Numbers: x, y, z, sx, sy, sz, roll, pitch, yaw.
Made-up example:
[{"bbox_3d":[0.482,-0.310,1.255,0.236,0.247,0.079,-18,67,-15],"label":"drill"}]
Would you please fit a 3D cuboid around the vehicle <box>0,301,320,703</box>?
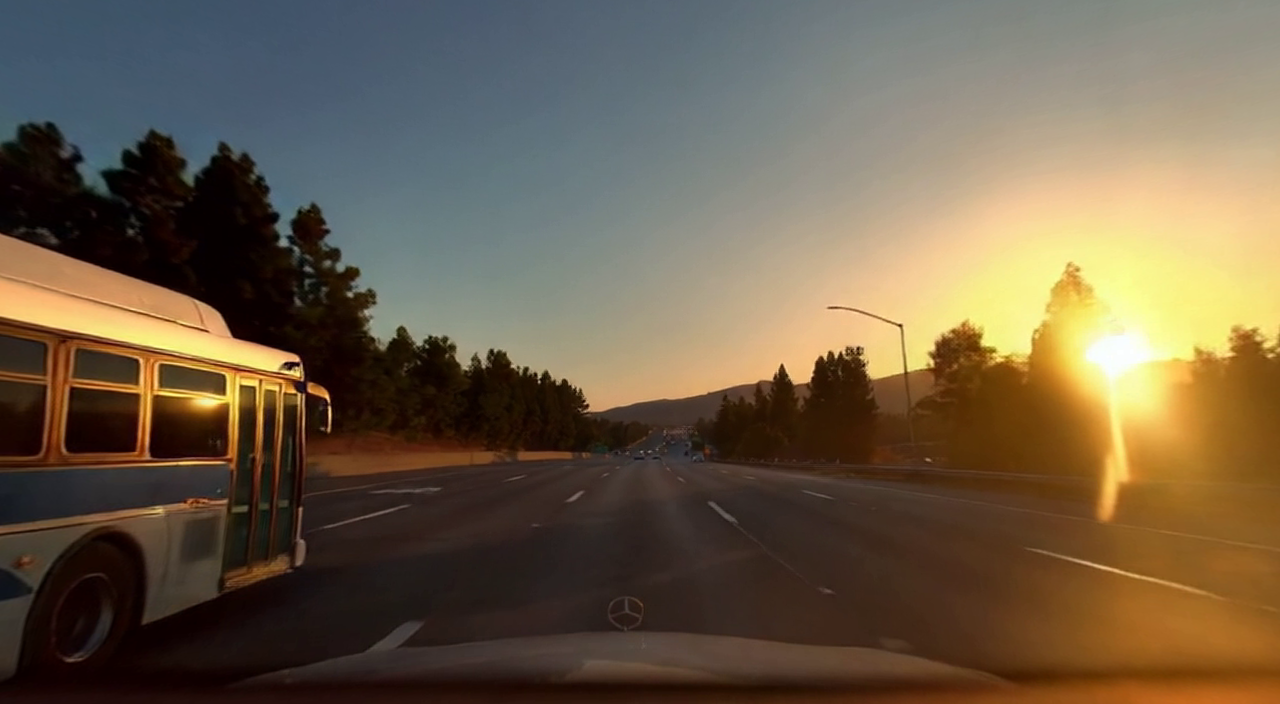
[{"bbox_3d":[-4.129,0.800,3.248,2.127,1.985,5.205,-1,-8,1],"label":"vehicle"}]
